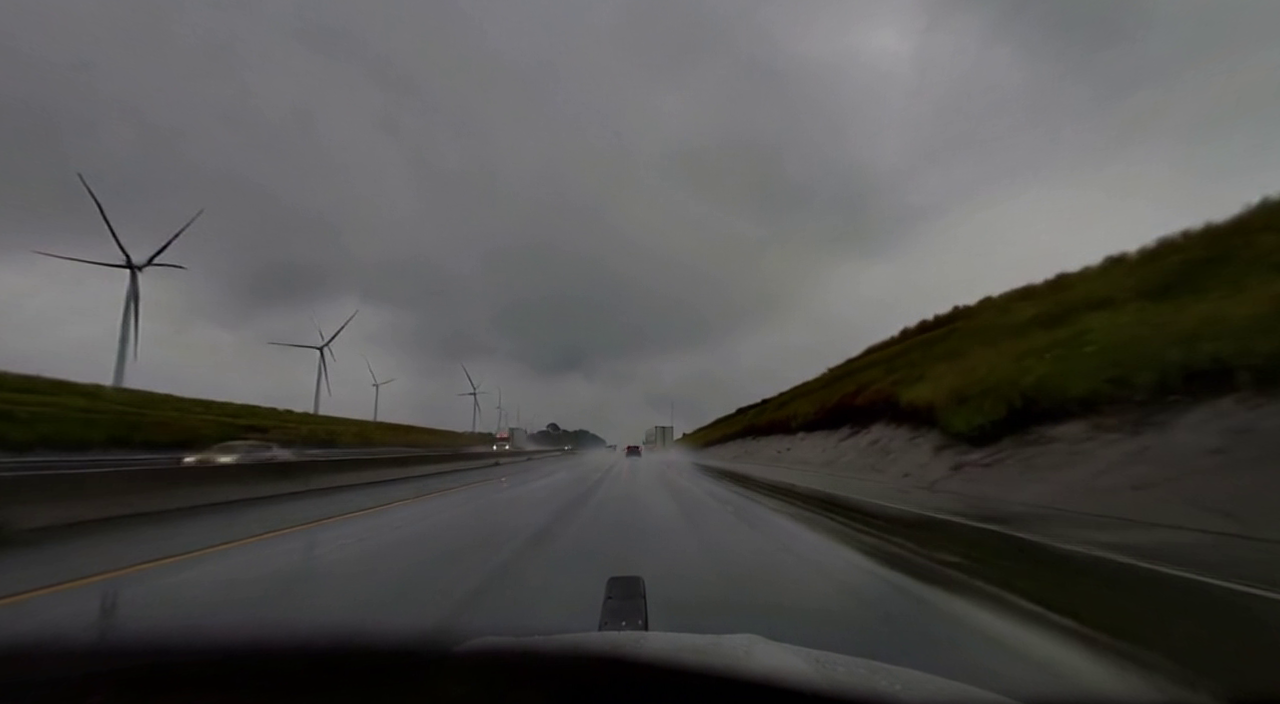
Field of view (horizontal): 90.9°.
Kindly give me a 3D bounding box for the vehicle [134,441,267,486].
[{"bbox_3d":[-15.505,3.933,22.559,1.822,1.440,4.160,0,-8,-1],"label":"vehicle"}]
